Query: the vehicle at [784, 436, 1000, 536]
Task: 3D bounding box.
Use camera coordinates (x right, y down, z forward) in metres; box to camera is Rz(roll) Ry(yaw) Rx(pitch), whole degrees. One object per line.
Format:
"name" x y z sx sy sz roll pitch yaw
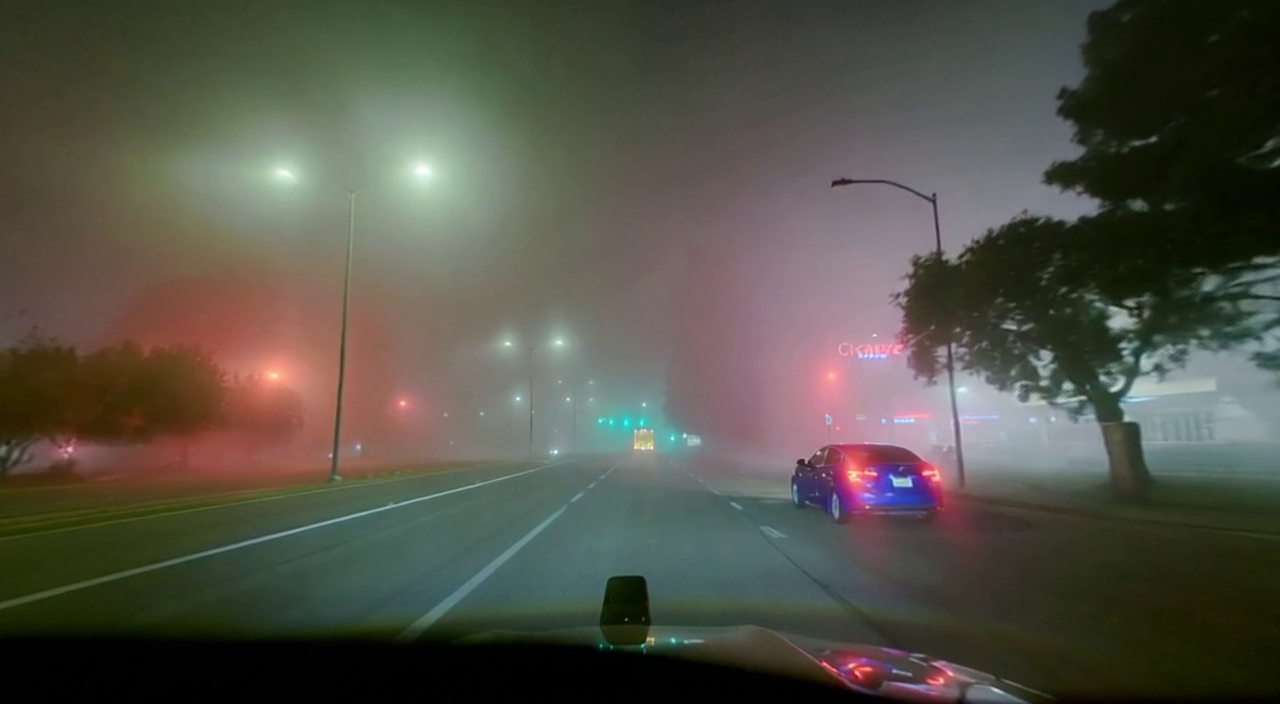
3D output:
"vehicle" 4.227 2.302 11.585 2.005 1.442 4.675 0 -8 0
